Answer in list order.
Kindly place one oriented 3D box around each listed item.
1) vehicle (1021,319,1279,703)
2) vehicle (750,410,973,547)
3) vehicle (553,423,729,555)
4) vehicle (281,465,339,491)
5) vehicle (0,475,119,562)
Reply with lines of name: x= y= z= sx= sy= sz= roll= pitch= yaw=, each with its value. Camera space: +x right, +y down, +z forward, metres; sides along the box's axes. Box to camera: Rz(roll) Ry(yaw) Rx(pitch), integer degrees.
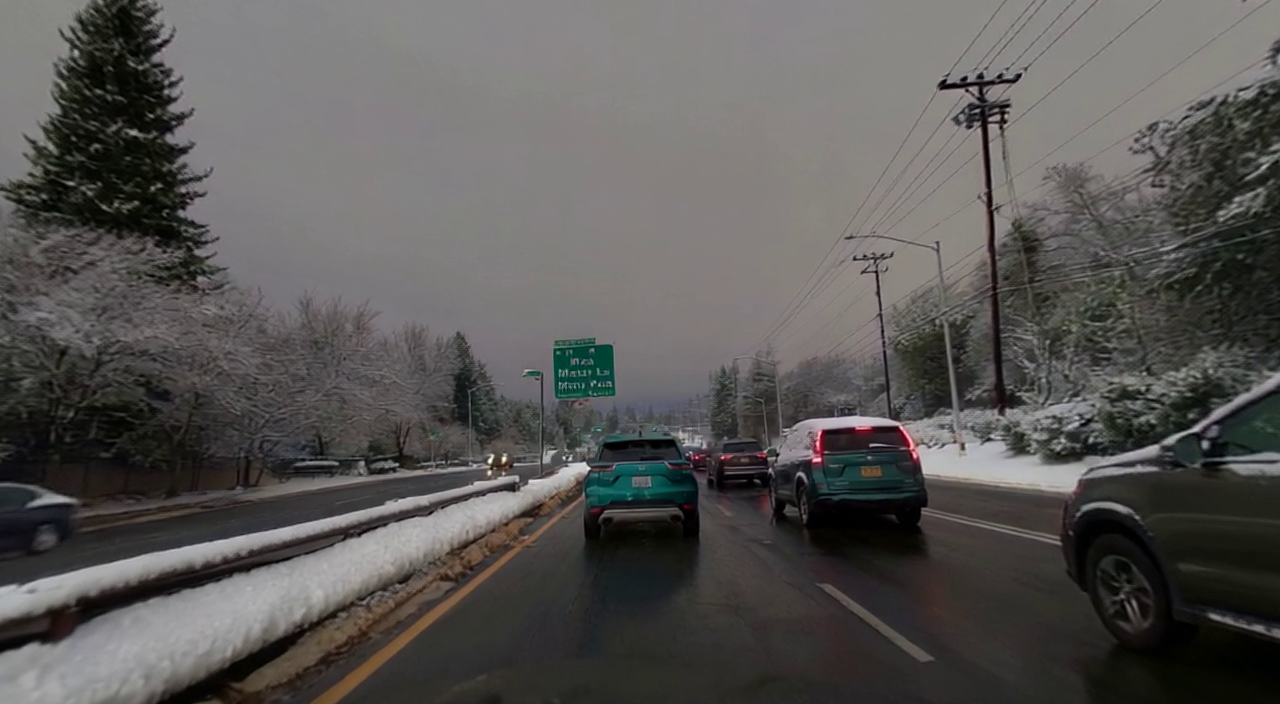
vehicle: x=3.525 y=0.654 z=1.960 sx=2.001 sy=1.707 sz=4.250 roll=0 pitch=-8 yaw=0
vehicle: x=3.378 y=2.034 z=10.843 sx=2.097 sy=1.818 sz=4.625 roll=0 pitch=-8 yaw=0
vehicle: x=-0.015 y=2.044 z=10.129 sx=2.199 sy=1.641 sz=4.232 roll=0 pitch=-8 yaw=-1
vehicle: x=-22.668 y=8.642 z=43.500 sx=1.847 sy=1.554 sz=3.926 roll=0 pitch=-8 yaw=0
vehicle: x=-12.923 y=3.210 z=12.043 sx=1.960 sy=1.491 sz=4.700 roll=0 pitch=-8 yaw=0
